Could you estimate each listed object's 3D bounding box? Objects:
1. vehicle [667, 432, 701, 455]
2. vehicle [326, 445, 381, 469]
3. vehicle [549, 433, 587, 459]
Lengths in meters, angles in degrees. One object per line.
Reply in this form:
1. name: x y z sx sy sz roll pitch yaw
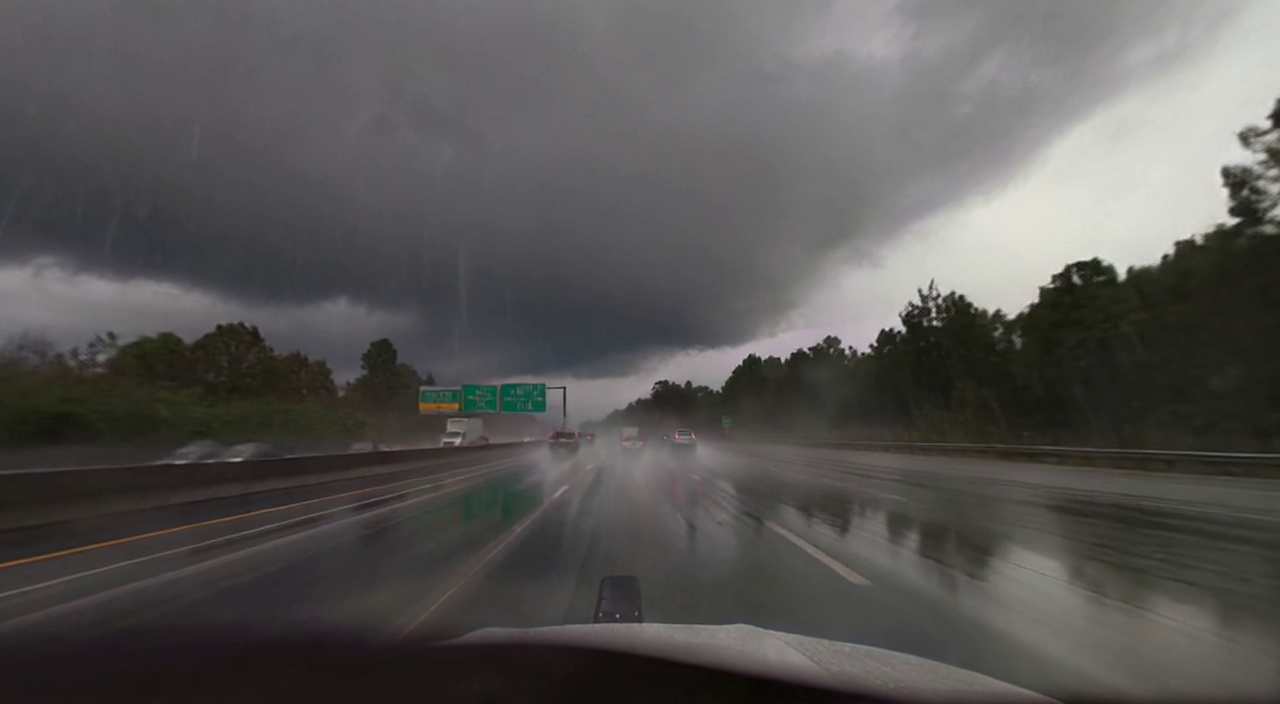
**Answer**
1. vehicle: 3.260 6.876 47.320 2.066 1.673 4.225 0 -8 -2
2. vehicle: -19.377 7.077 42.666 1.834 1.452 4.223 0 -8 -1
3. vehicle: -4.641 6.102 41.067 2.119 1.629 3.946 0 -8 -1
